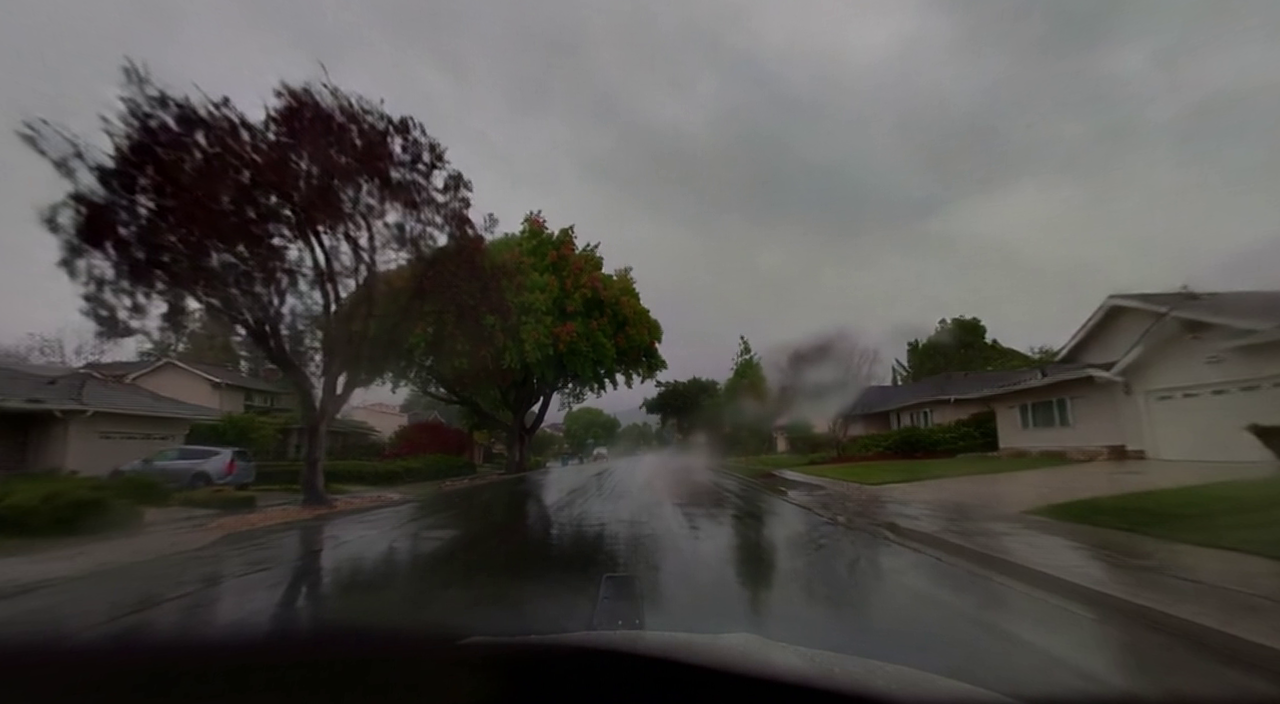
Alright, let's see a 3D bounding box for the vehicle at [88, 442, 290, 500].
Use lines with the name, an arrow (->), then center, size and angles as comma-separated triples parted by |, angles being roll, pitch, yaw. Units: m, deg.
vehicle -> -13.869, 3.671, 19.569 | 4.850, 1.676, 1.920 | -1, -9, 3
